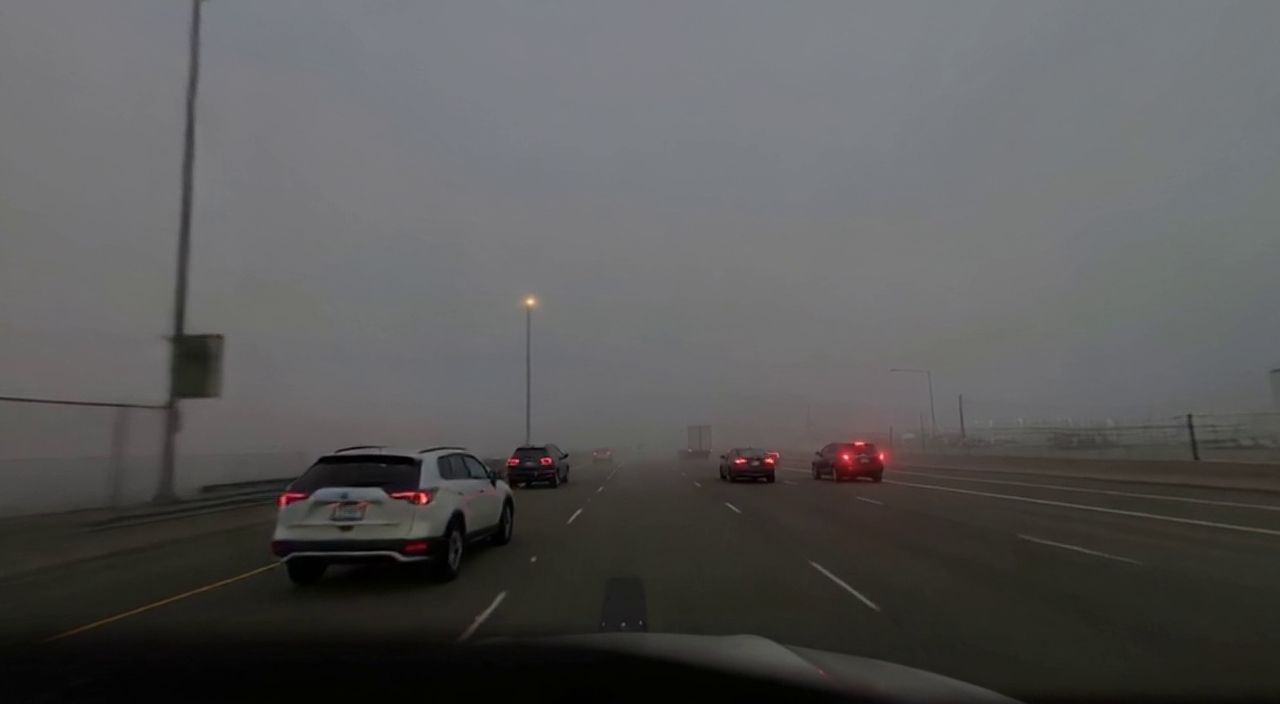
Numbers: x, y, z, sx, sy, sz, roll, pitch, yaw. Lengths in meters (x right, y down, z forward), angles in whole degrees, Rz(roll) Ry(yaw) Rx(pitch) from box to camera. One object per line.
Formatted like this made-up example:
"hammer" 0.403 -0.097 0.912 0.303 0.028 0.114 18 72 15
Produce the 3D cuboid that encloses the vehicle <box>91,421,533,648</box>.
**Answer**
"vehicle" -2.717 1.618 6.888 2.067 1.555 4.851 -1 -8 2

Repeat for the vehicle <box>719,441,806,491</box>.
"vehicle" 3.892 3.677 20.828 1.942 1.453 4.329 0 -8 -1

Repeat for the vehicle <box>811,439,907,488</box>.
"vehicle" 7.451 3.801 21.868 1.860 1.520 3.961 0 -8 -1
